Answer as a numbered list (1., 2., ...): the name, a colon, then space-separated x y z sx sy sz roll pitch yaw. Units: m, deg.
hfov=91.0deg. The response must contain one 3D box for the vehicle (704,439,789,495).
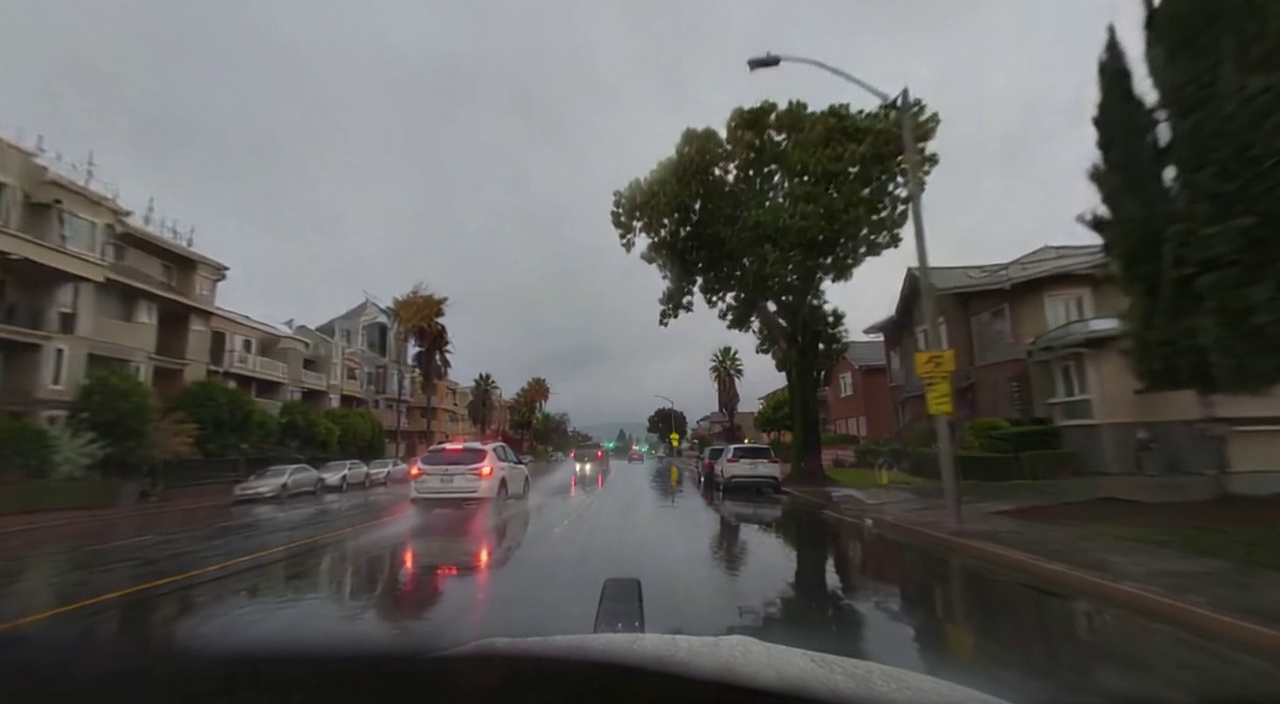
1. vehicle: 3.689 4.107 23.002 2.125 1.768 5.544 0 -9 0

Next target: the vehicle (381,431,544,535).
1. vehicle: -3.174 2.413 12.188 1.929 1.651 3.948 0 -9 1

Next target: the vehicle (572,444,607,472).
1. vehicle: -3.491 7.379 43.994 1.994 1.810 5.057 0 -9 0

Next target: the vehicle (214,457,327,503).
1. vehicle: -13.765 4.753 23.789 1.787 1.461 4.367 -1 -9 -2

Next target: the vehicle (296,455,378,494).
1. vehicle: -13.771 5.559 28.864 1.812 1.467 4.253 -4 -9 -2
